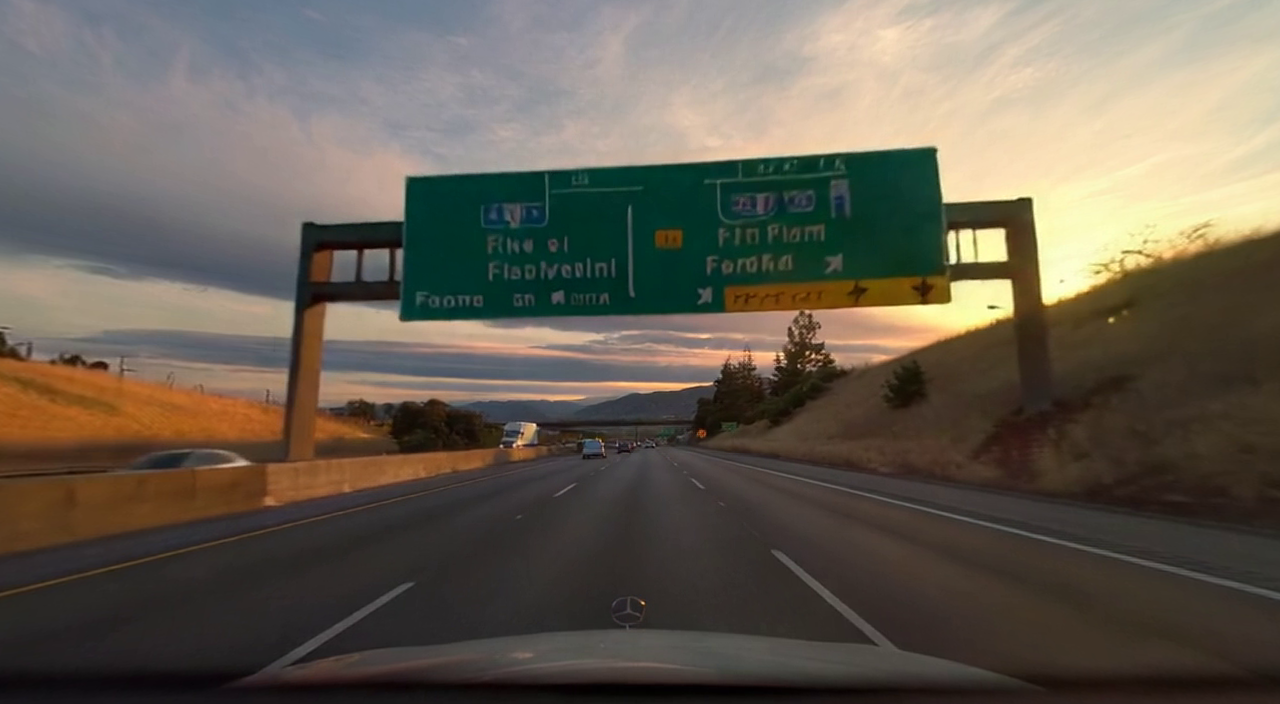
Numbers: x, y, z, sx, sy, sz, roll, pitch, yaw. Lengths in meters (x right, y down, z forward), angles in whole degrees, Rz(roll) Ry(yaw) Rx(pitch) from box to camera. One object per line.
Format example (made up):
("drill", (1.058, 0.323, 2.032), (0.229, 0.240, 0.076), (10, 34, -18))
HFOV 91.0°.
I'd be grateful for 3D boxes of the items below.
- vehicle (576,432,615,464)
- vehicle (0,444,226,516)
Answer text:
("vehicle", (-3.002, 6.602, 43.355), (2.286, 2.011, 4.452), (0, -8, 2))
("vehicle", (-12.895, 3.070, 15.736), (1.911, 1.515, 4.508), (0, -8, 1))
